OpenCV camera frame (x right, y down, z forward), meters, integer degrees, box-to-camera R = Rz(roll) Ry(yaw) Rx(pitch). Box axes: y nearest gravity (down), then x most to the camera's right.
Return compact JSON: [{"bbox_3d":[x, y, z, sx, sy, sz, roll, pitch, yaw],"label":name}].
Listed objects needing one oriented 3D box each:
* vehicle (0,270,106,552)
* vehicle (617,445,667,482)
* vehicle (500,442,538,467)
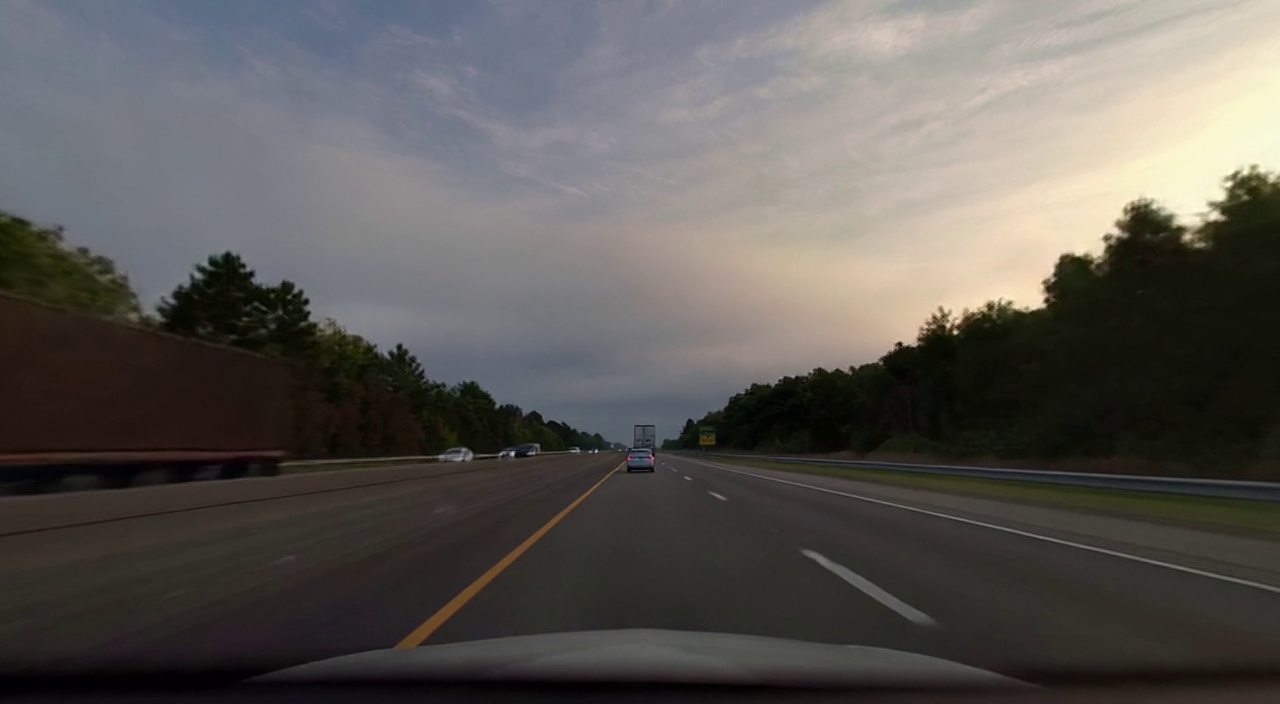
[{"bbox_3d":[-8.877,0.351,5.164,2.612,3.281,7.073,0,-9,0],"label":"vehicle"},{"bbox_3d":[0.044,5.013,28.587,2.114,1.523,4.012,0,-9,-1],"label":"vehicle"},{"bbox_3d":[-9.137,7.757,47.925,2.002,1.777,4.357,0,-9,0],"label":"vehicle"}]
